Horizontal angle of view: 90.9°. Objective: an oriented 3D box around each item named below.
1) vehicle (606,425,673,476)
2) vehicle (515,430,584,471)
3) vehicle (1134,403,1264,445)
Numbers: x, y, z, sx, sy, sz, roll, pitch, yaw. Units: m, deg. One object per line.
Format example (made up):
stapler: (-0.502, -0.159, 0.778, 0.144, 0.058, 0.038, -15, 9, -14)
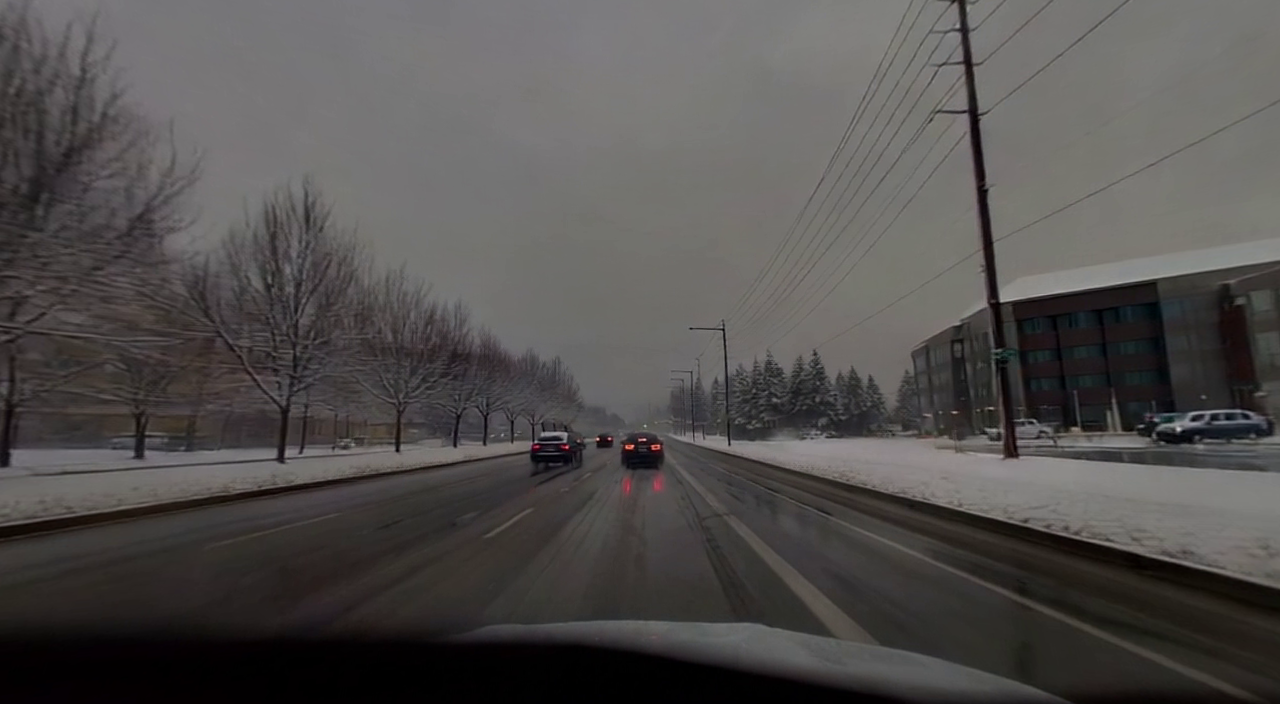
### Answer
vehicle: (-0.007, 3.553, 22.948, 2.199, 1.652, 4.101, 0, -8, 0)
vehicle: (-3.542, 3.978, 25.642, 1.942, 1.462, 4.905, 0, -8, 2)
vehicle: (22.012, 2.945, 25.121, 1.833, 1.471, 4.656, -2, -9, 14)
